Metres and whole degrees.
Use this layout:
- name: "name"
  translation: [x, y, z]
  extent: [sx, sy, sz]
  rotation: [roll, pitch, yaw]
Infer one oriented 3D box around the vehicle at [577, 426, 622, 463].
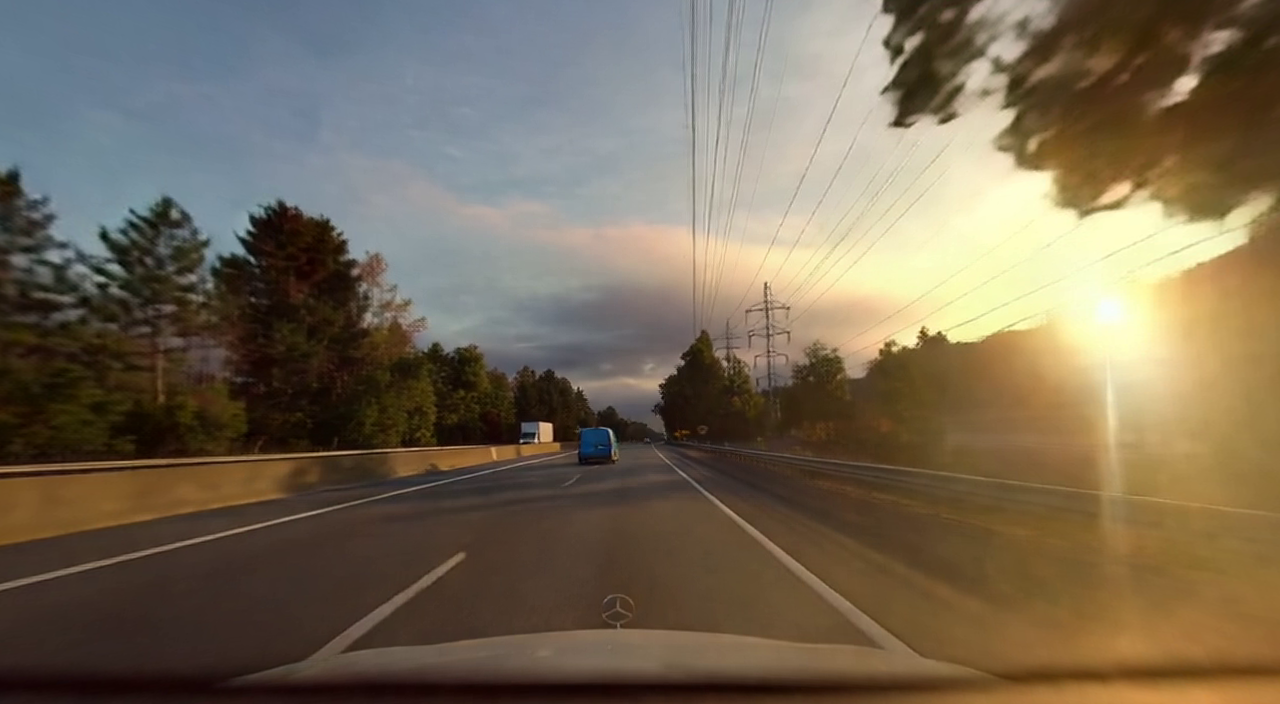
- name: "vehicle"
  translation: [-2.077, 4.912, 33.543]
  extent: [2.041, 1.856, 4.353]
  rotation: [0, -8, 1]
